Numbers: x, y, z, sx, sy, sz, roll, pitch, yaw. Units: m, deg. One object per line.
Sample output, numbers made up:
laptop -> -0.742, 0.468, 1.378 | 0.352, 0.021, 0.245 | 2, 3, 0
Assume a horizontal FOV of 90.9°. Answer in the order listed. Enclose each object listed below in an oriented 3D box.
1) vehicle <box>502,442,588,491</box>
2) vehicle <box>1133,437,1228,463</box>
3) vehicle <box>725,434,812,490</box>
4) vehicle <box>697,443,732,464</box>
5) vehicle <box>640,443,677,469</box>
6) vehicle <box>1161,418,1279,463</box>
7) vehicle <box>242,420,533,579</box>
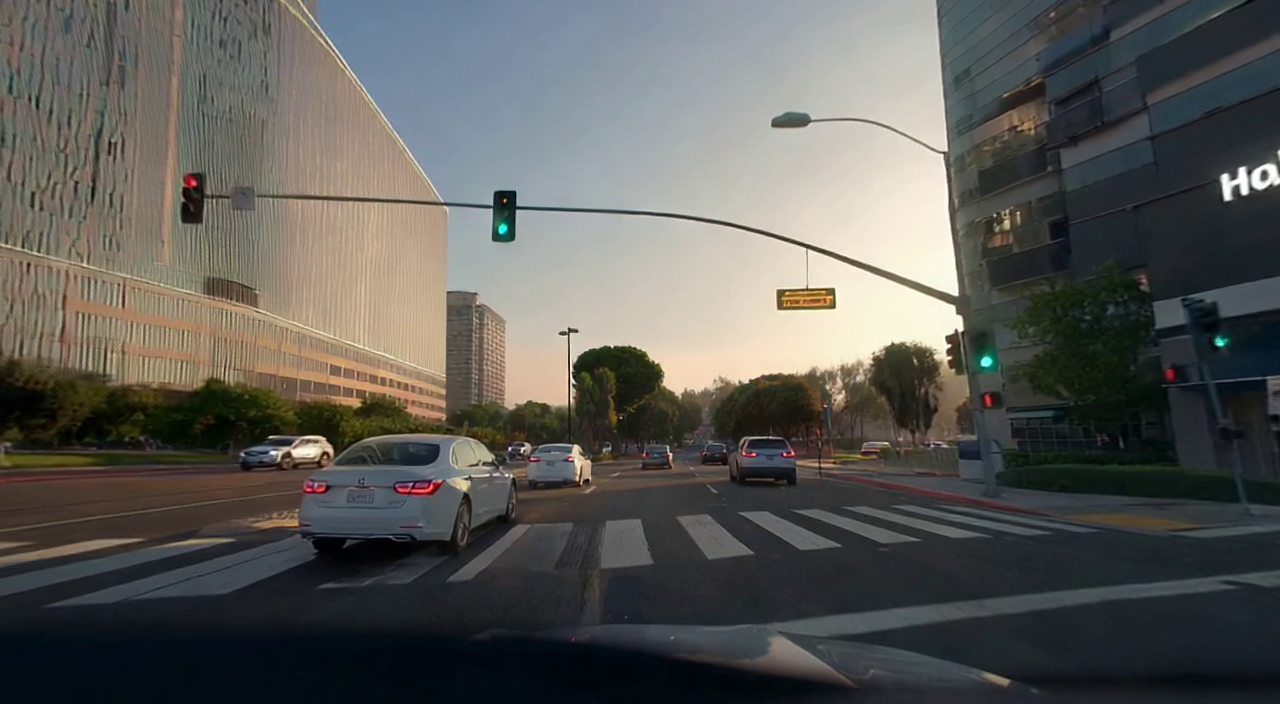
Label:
vehicle -> -3.074, 3.788, 21.308 | 1.980, 1.454, 4.226 | -1, -8, 4
vehicle -> 32.465, 5.867, 38.057 | 1.842, 1.448, 4.443 | -1, -8, 1
vehicle -> 4.197, 3.657, 21.302 | 2.103, 1.699, 4.171 | 0, -8, 1
vehicle -> 5.720, 7.851, 48.849 | 2.243, 1.557, 4.359 | 0, -8, 1
vehicle -> 1.193, 6.358, 38.841 | 2.164, 1.477, 3.988 | -1, -8, 3
vehicle -> 35.109, 5.343, 37.969 | 2.335, 2.458, 5.717 | 0, -8, -2
vehicle -> -2.908, 1.801, 8.580 | 2.118, 1.568, 4.436 | 0, -8, 0
